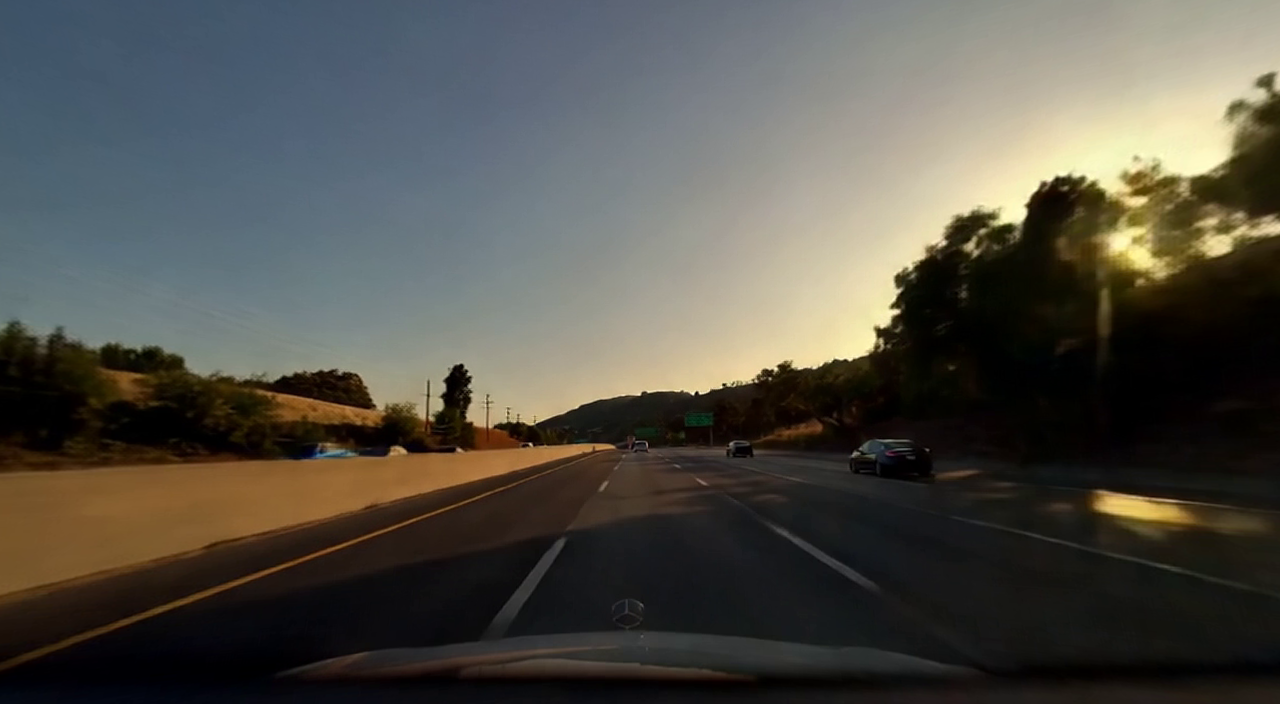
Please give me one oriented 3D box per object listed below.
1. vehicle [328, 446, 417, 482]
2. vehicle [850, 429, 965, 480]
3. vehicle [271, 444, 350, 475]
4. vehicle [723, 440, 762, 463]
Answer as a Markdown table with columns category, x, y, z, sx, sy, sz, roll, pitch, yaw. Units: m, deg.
| category | x | y | z | sx | sy | sz | roll | pitch | yaw |
| --- | --- | --- | --- | --- | --- | --- | --- | --- | --- |
| vehicle | -12.824 | 5.403 | 30.638 | 2.184 | 1.581 | 4.768 | 0 | -9 | 1 |
| vehicle | 11.127 | 4.321 | 26.782 | 2.387 | 1.936 | 5.646 | 0 | -9 | 0 |
| vehicle | -20.706 | 6.761 | 39.852 | 2.032 | 1.777 | 5.300 | 0 | -9 | 1 |
| vehicle | 7.540 | 7.358 | 46.683 | 2.053 | 1.553 | 4.463 | 0 | -9 | -1 |
